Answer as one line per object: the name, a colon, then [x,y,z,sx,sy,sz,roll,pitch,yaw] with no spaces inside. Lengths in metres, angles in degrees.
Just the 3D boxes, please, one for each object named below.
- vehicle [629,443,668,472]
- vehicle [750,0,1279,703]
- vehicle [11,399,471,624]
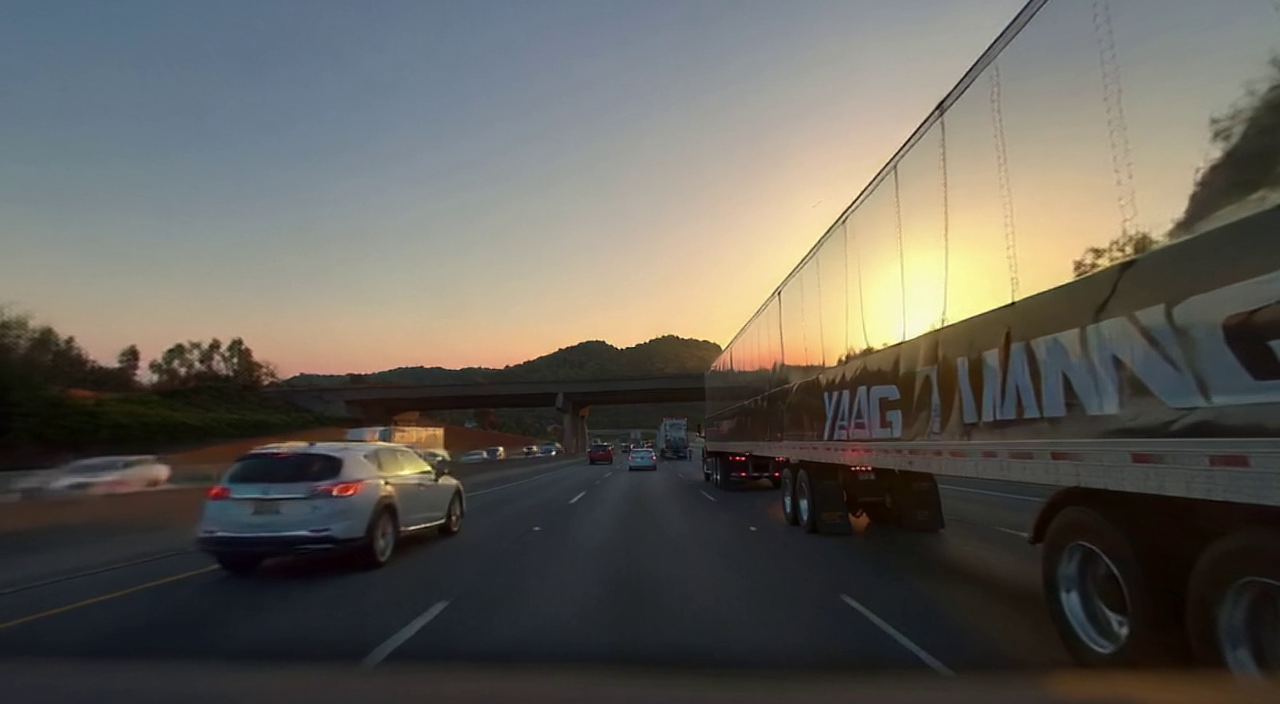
vehicle: [0.439,5.867,35.256,2.063,1.469,4.208,0,-9,0]
vehicle: [3.881,0.383,7.792,2.821,4.077,12.562,0,-9,0]
vehicle: [-3.770,1.610,7.433,2.091,1.722,4.974,0,-9,1]
